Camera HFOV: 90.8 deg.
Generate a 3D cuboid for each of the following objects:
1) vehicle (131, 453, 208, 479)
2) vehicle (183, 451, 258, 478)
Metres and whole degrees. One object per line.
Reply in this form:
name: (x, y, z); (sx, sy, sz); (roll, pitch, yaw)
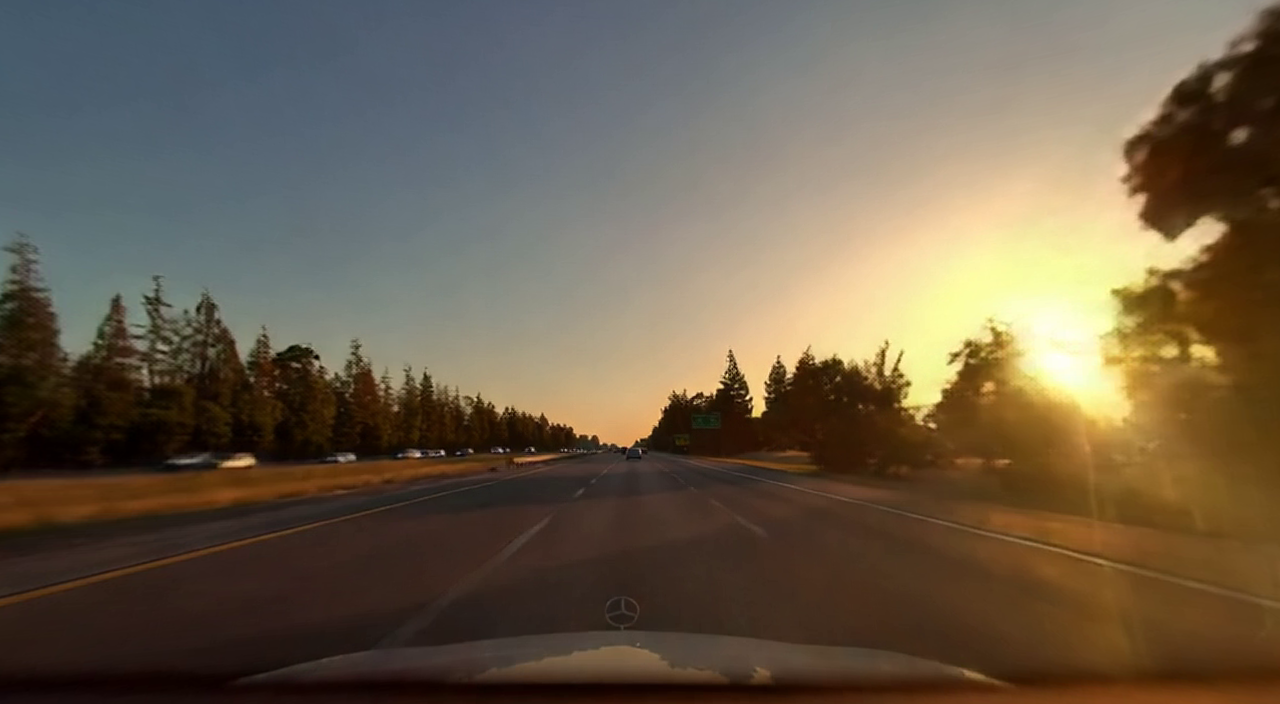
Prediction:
vehicle: (-32.613, 7.907, 43.971); (1.931, 1.667, 4.443); (0, -9, 0)
vehicle: (-28.744, 7.694, 43.495); (1.977, 1.664, 4.701); (0, -9, 0)
